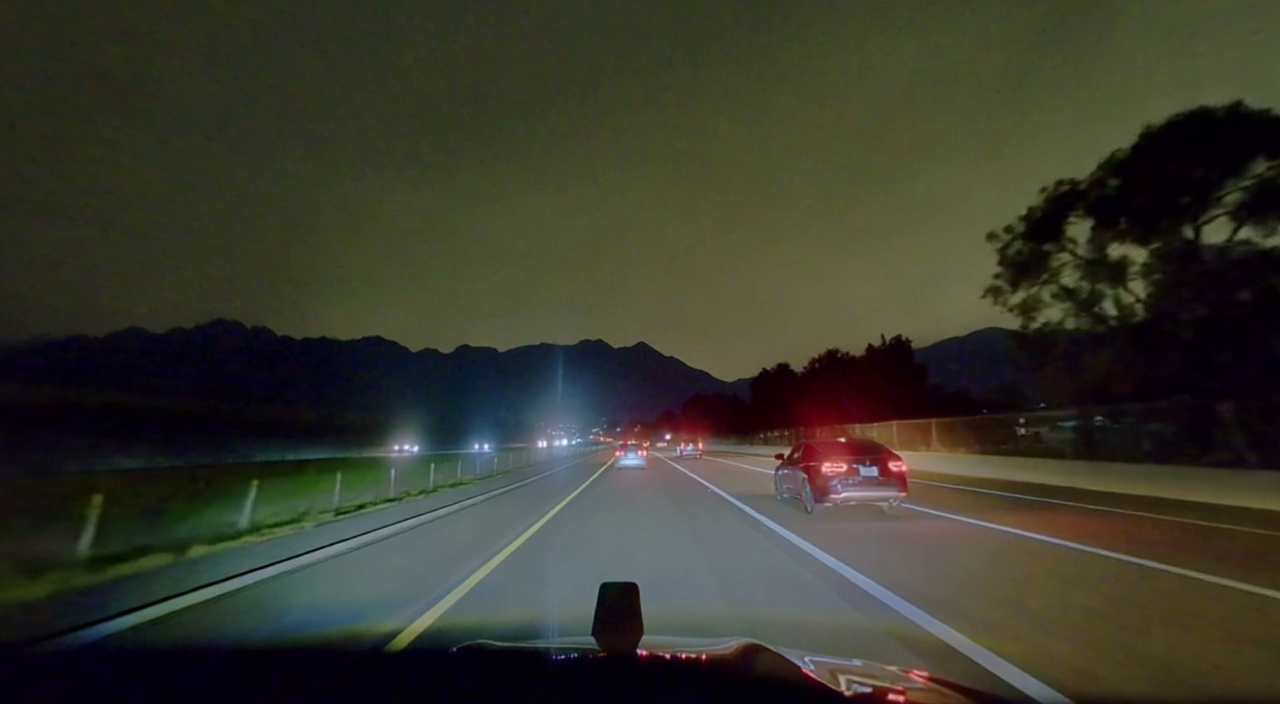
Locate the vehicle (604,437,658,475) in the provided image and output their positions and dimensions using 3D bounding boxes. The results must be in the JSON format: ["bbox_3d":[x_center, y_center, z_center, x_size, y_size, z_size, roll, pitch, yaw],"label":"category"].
[{"bbox_3d":[-0.356,4.352,26.534,2.085,1.449,3.860,0,-8,0],"label":"vehicle"}]

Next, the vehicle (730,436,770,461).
[{"bbox_3d":[7.716,6.843,44.621,1.996,1.637,3.990,0,-8,-1],"label":"vehicle"}]

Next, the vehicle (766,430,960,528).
[{"bbox_3d":[3.752,2.212,11.541,1.957,1.447,4.241,0,-8,-1],"label":"vehicle"}]

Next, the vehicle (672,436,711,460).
[{"bbox_3d":[3.801,7.225,47.339,2.436,1.704,4.694,0,-8,-1],"label":"vehicle"}]
